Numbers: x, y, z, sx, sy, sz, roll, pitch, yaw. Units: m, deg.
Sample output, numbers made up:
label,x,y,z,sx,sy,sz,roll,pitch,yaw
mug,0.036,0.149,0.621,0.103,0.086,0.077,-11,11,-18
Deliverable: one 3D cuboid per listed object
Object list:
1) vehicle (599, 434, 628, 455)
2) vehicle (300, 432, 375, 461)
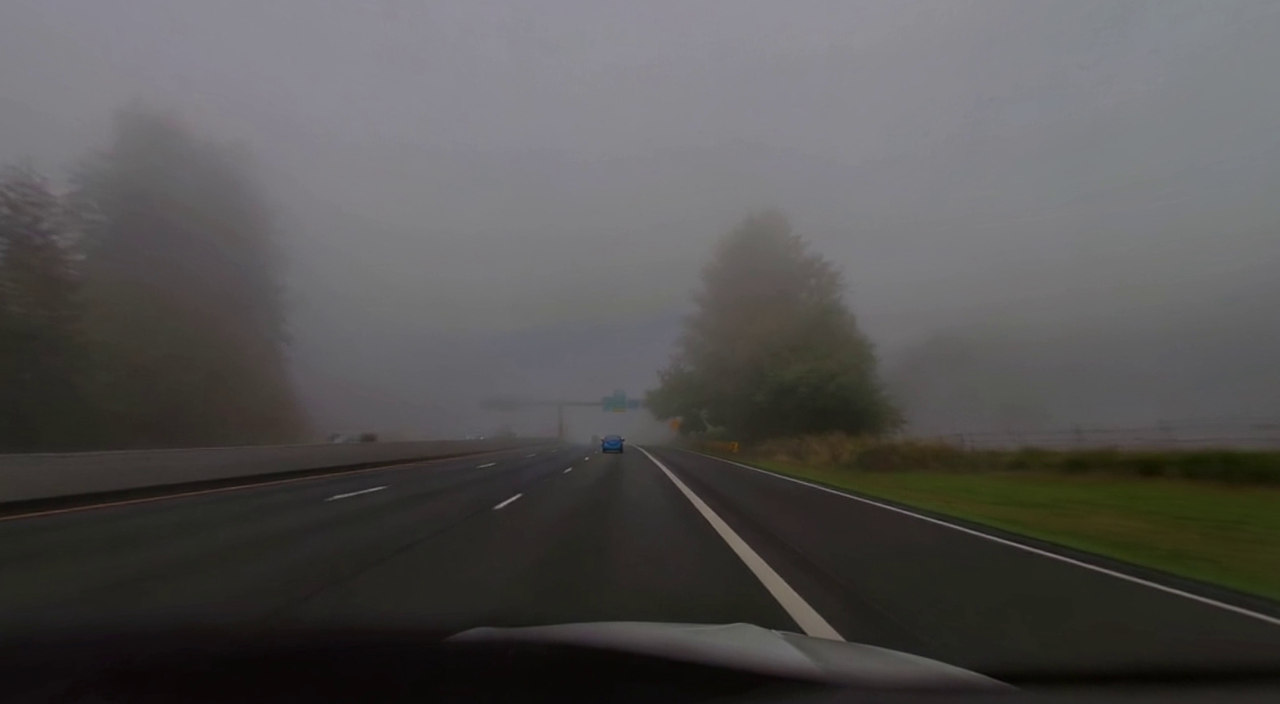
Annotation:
label,x,y,z,sx,sy,sz,roll,pitch,yaw
vehicle,-1.899,6.681,45.631,2.000,1.491,3.913,0,-8,-2
vehicle,-16.201,5.059,33.975,2.064,1.413,4.141,0,-8,-1
